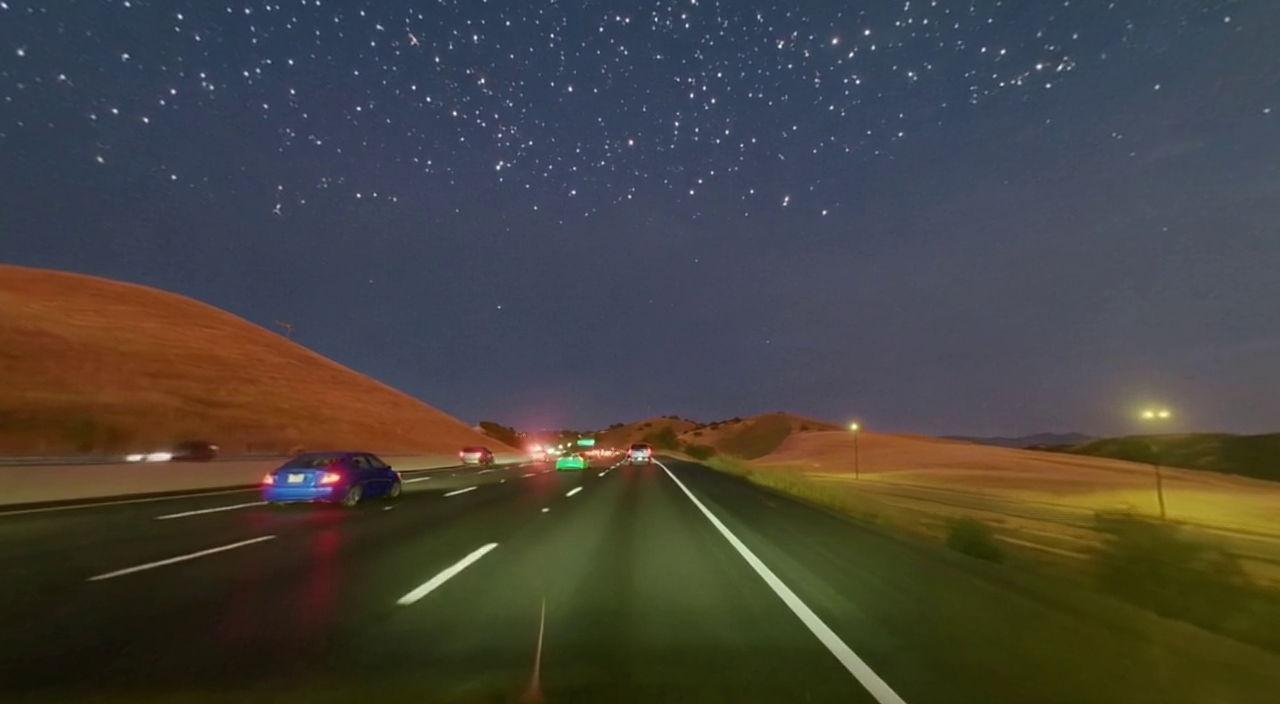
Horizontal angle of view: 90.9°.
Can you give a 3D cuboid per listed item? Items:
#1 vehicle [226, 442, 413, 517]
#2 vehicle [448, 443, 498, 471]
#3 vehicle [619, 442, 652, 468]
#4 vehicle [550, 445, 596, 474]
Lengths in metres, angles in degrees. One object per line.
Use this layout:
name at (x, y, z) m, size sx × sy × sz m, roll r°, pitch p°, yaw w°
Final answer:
vehicle at (-7.017, 2.807, 14.445) m, size 1.991 × 1.441 × 4.265 m, roll 0°, pitch -8°, yaw 1°
vehicle at (-11.064, 7.019, 42.209) m, size 2.025 × 1.750 × 4.505 m, roll 0°, pitch -8°, yaw 1°
vehicle at (-0.348, 7.238, 44.468) m, size 2.225 × 1.674 × 4.044 m, roll 0°, pitch -8°, yaw -1°
vehicle at (-3.771, 6.155, 36.429) m, size 2.144 × 1.505 × 4.649 m, roll 0°, pitch -8°, yaw 0°
